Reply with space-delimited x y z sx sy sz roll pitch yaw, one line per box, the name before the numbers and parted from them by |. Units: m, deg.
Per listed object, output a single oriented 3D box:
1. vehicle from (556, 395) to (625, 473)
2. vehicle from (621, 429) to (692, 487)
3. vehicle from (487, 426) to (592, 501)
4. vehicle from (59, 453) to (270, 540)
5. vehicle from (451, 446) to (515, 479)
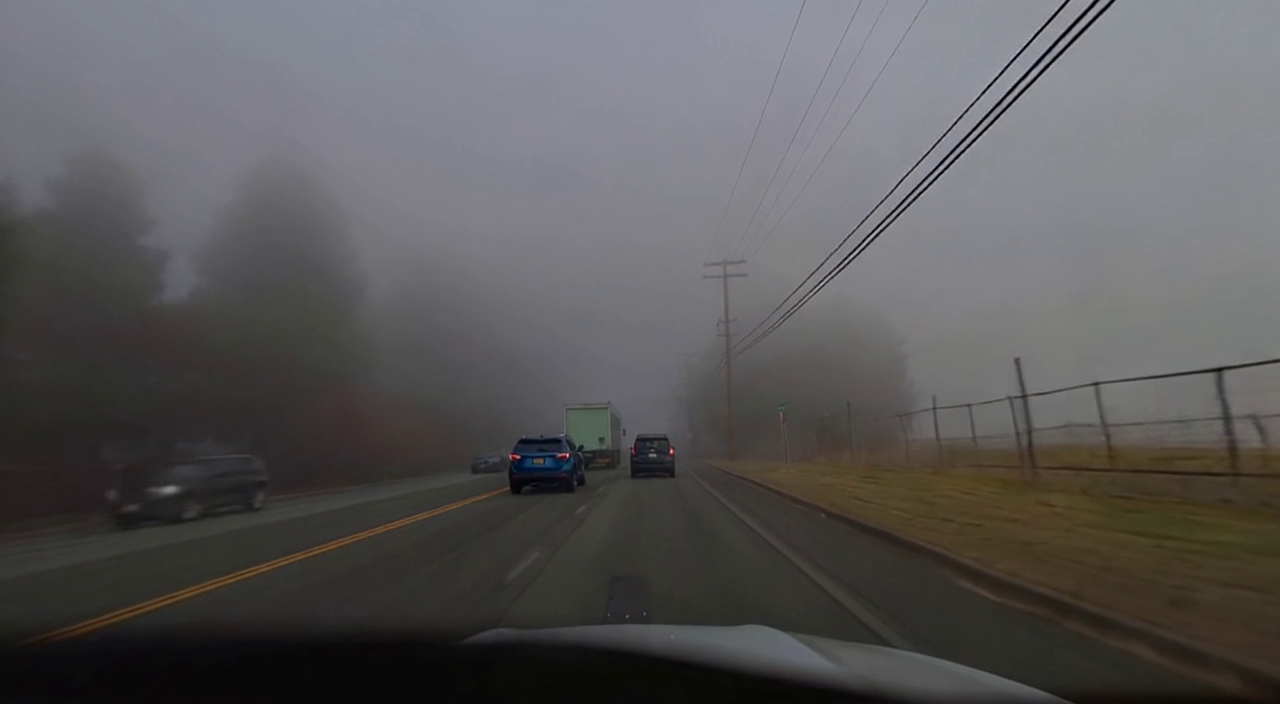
vehicle | -2.475 4.706 35.262 2.928 3.658 10.953 0 -9 0
vehicle | 0.524 3.554 21.325 2.174 1.749 4.113 0 -9 1
vehicle | -2.670 3.112 17.936 2.093 1.832 4.508 0 -9 2
vehicle | -11.832 3.547 16.184 1.959 1.691 4.479 -5 -9 0
vehicle | -8.036 5.672 32.718 2.081 1.568 4.265 0 -9 2
